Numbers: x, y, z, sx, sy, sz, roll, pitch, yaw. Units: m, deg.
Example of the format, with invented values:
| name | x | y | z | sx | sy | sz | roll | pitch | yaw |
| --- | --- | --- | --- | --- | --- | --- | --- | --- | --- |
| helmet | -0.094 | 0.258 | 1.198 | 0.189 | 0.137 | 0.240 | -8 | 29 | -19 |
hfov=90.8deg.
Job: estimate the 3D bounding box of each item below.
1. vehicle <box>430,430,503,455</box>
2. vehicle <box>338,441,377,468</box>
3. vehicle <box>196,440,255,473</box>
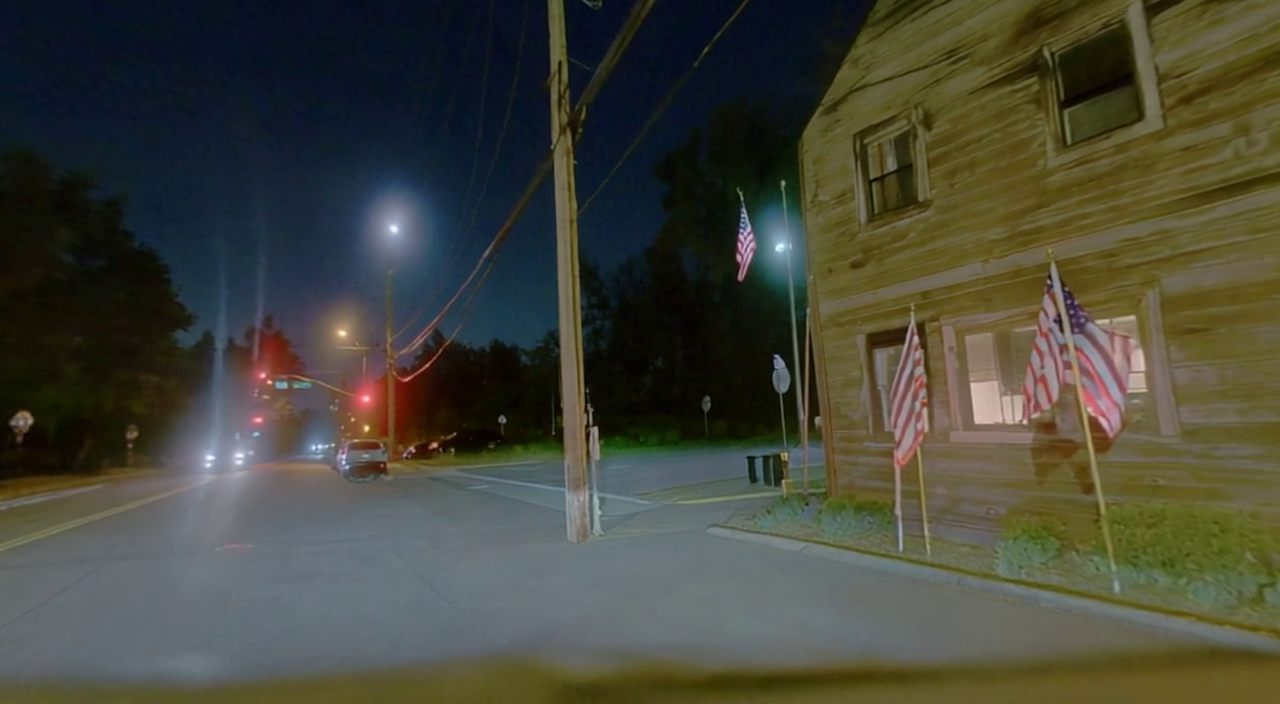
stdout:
| name | x | y | z | sx | sy | sz | roll | pitch | yaw |
| --- | --- | --- | --- | --- | --- | --- | --- | --- | --- |
| vehicle | -12.558 | 6.537 | 45.651 | 4.767 | 1.735 | 1.920 | 4 | -10 | -26 |
| vehicle | -16.815 | 6.067 | 37.486 | 1.941 | 1.460 | 4.206 | 4 | -10 | -25 |
| vehicle | -24.042 | 6.056 | 36.813 | 2.086 | 1.798 | 4.511 | 4 | -9 | -24 |
